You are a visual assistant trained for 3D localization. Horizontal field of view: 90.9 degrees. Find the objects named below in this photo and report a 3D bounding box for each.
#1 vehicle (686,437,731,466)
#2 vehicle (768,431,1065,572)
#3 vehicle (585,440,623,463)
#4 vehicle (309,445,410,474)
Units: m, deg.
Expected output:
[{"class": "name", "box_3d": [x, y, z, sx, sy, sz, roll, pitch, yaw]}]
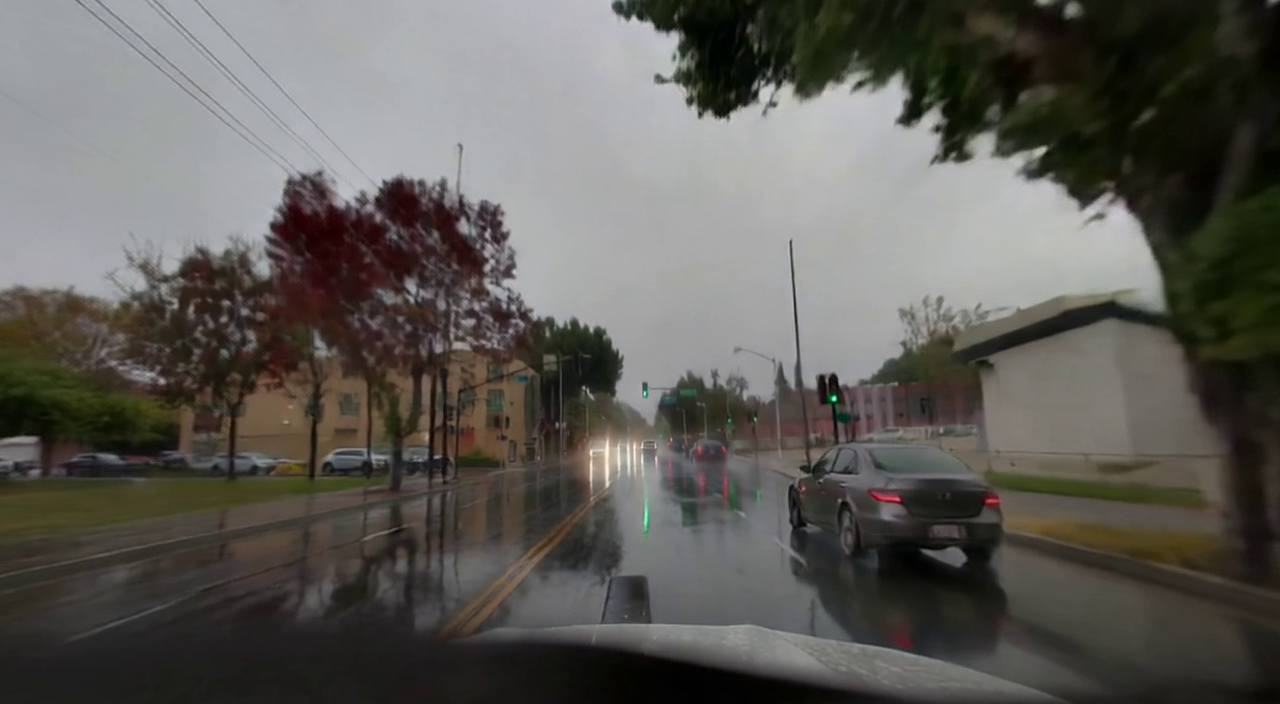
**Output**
[{"class": "vehicle", "box_3d": [3.875, 5.783, 36.562, 2.035, 1.564, 4.719, 0, -9, -1]}, {"class": "vehicle", "box_3d": [3.428, 1.963, 9.143, 2.072, 1.471, 4.834, 0, -9, -1]}, {"class": "vehicle", "box_3d": [-2.701, 7.711, 48.936, 2.519, 1.689, 5.200, 0, -9, 1]}, {"class": "vehicle", "box_3d": [-17.601, 6.748, 39.745, 5.361, 1.767, 2.179, -1, -9, 5]}]
